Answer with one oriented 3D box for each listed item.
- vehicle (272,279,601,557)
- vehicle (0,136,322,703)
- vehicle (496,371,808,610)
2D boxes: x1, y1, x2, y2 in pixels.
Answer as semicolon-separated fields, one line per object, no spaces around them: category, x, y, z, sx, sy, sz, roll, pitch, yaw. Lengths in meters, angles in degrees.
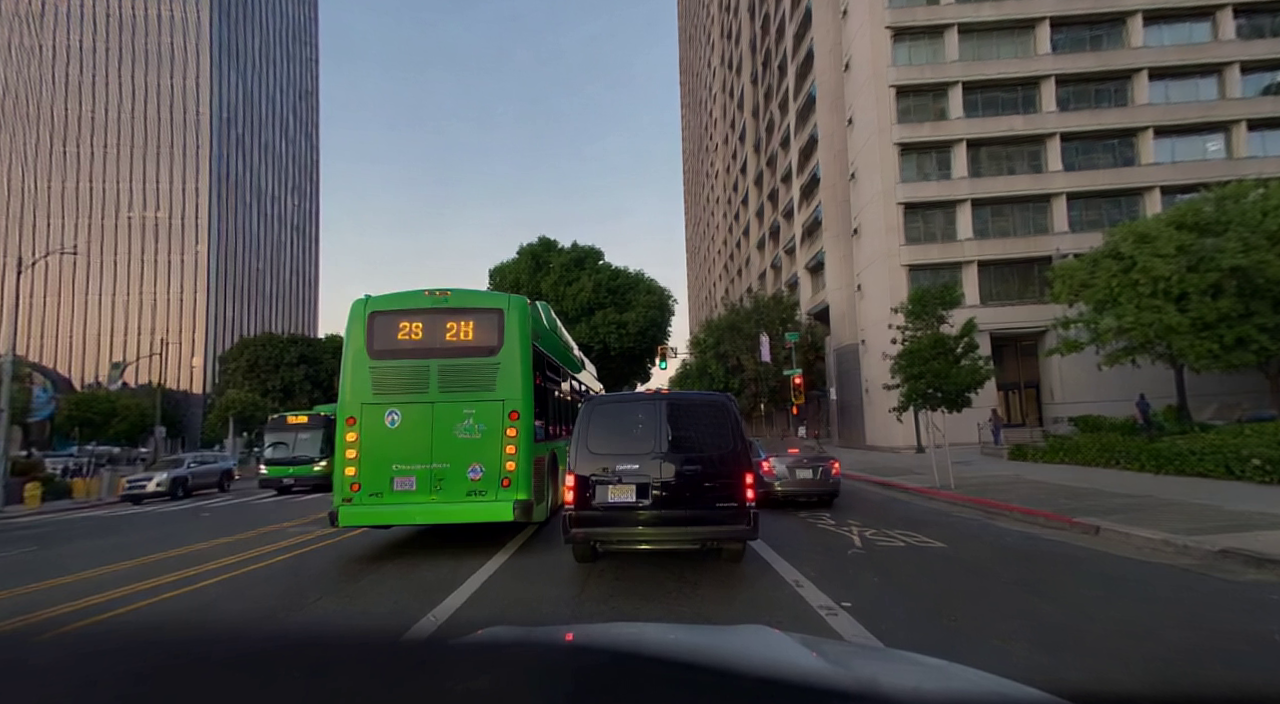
vehicle;-2.901;1.791;14.625;3.042;3.445;13.615;0;-9;0
vehicle;-2.752;0.316;0.191;2.329;2.089;5.659;0;-9;0
vehicle;0.123;1.437;7.294;2.500;1.912;4.270;0;-9;1
